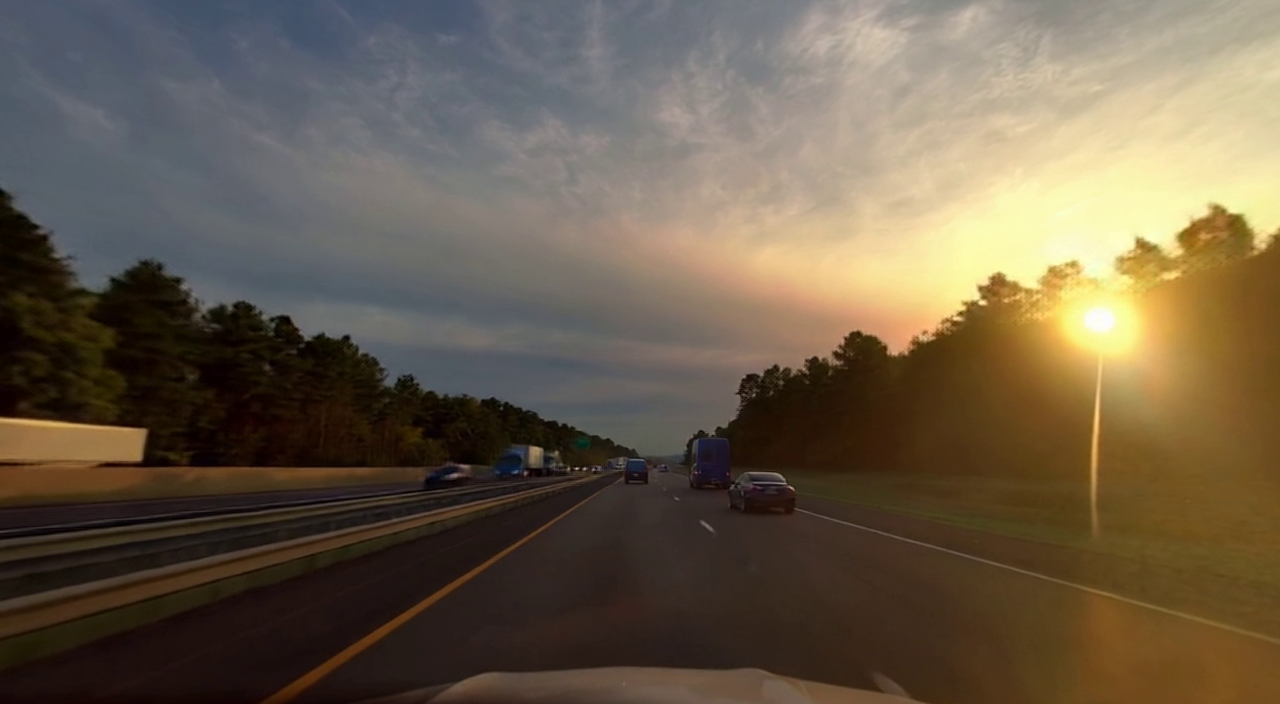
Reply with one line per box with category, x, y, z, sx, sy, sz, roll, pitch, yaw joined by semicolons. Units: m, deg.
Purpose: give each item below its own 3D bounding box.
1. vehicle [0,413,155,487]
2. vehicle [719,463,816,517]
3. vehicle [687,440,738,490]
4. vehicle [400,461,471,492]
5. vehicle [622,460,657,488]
vehicle;-35.108;5.554;35.317;3.222;3.828;16.663;1;-10;-2
vehicle;4.056;4.498;21.004;2.073;1.532;4.969;1;-10;-2
vehicle;4.661;7.493;41.759;2.563;2.975;6.941;1;-10;0
vehicle;-10.816;6.639;33.743;2.068;1.507;4.692;0;-10;3
vehicle;-0.018;8.144;42.032;2.212;1.717;4.452;0;-10;1
